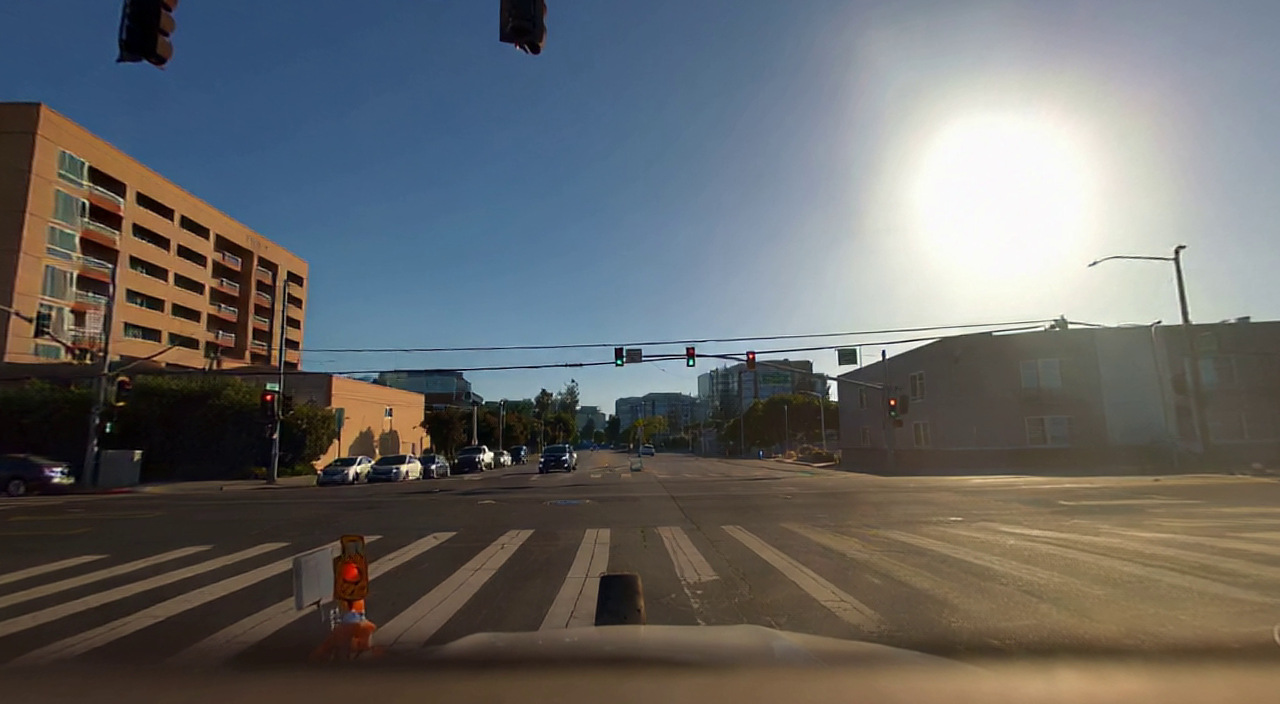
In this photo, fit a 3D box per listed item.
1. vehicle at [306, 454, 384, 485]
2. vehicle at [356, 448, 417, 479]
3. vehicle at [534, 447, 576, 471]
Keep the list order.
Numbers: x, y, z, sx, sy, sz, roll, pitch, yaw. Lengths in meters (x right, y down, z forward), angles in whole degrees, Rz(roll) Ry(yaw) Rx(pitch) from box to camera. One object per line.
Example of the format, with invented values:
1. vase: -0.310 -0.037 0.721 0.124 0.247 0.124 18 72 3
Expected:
1. vehicle: -16.091 6.381 34.497 2.055 1.506 4.663 0 -9 -1
2. vehicle: -16.191 7.111 40.427 1.960 1.819 5.018 0 -9 -1
3. vehicle: -5.571 7.124 41.899 2.154 1.501 4.416 0 -9 0
